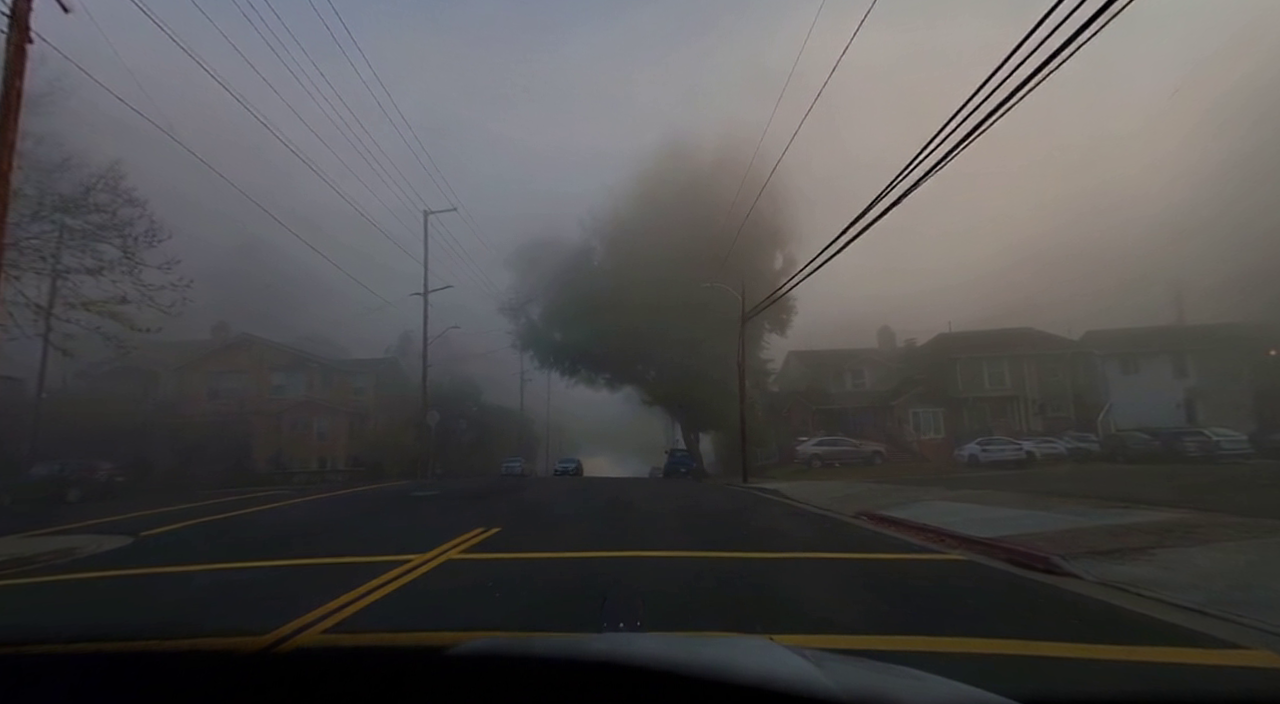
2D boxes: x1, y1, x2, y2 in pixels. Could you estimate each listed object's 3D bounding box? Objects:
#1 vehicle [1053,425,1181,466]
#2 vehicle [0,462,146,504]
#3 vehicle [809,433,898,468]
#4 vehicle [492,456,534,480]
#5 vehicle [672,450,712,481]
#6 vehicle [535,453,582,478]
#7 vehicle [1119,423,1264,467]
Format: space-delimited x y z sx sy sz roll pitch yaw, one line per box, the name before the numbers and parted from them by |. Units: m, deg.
vehicle | 21.978 4.300 29.355 4.320 1.673 1.957 -2 -5 24
vehicle | -22.322 5.070 24.655 4.424 1.486 1.814 0 -8 -2
vehicle | 11.133 5.107 32.842 4.509 1.664 1.981 6 -10 -34
vehicle | -8.670 7.945 43.528 2.066 1.472 4.353 0 -8 -1
vehicle | 3.160 7.031 39.418 1.993 1.755 4.256 0 -8 -2
vehicle | -5.285 7.414 41.560 2.179 1.494 4.523 -1 -8 4
vehicle | 22.331 3.812 25.710 4.002 1.505 2.061 -2 -10 -5
